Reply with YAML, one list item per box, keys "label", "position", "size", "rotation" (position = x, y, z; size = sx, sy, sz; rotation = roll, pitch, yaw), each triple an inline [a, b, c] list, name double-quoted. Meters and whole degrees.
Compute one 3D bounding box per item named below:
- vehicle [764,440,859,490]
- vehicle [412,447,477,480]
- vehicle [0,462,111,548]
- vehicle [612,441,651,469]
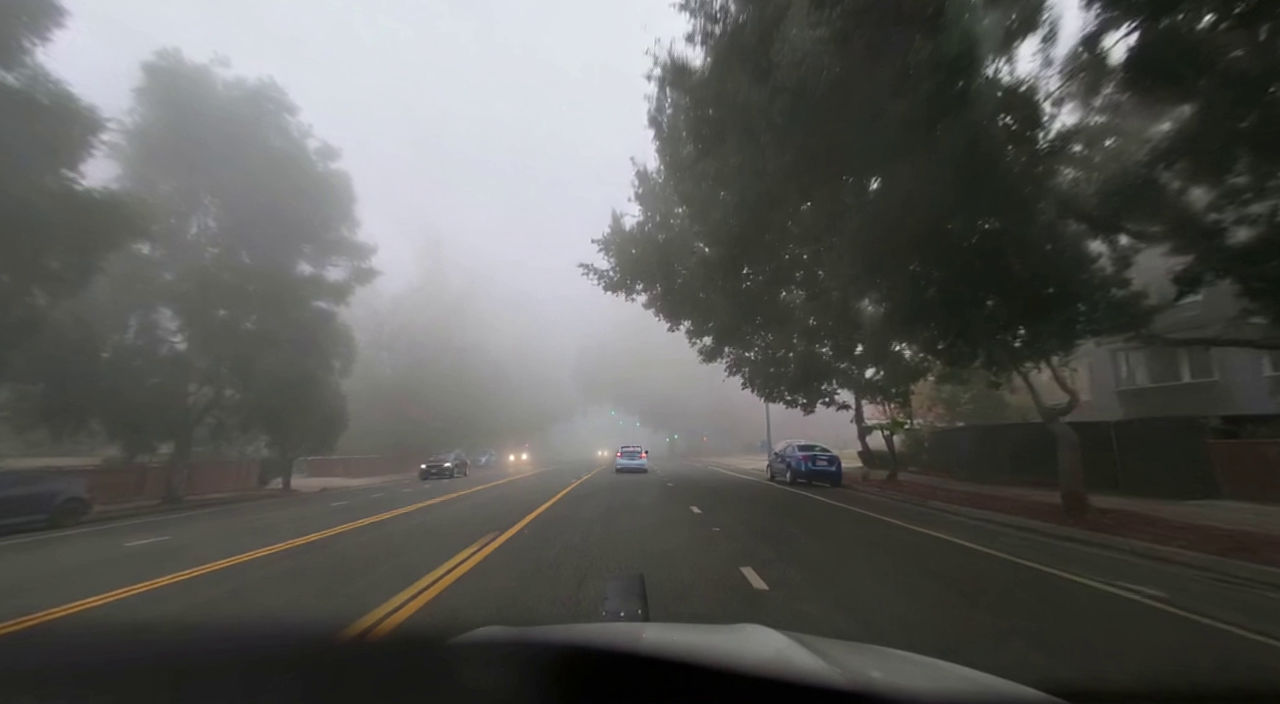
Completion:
- label: "vehicle"
  position: [5.716, 3.819, 21.656]
  size: [1.926, 1.555, 4.106]
  rotation: [1, -9, -3]
- label: "vehicle"
  position: [-9.911, 5.683, 32.377]
  size: [1.992, 1.547, 4.292]
  rotation: [0, -9, 0]
- label: "vehicle"
  position: [-12.652, 2.858, 11.488]
  size: [1.926, 1.543, 4.959]
  rotation: [-4, -10, -2]
- label: "vehicle"
  position: [-0.498, 5.830, 35.801]
  size: [2.104, 1.462, 3.991]
  rotation: [0, -9, -1]
